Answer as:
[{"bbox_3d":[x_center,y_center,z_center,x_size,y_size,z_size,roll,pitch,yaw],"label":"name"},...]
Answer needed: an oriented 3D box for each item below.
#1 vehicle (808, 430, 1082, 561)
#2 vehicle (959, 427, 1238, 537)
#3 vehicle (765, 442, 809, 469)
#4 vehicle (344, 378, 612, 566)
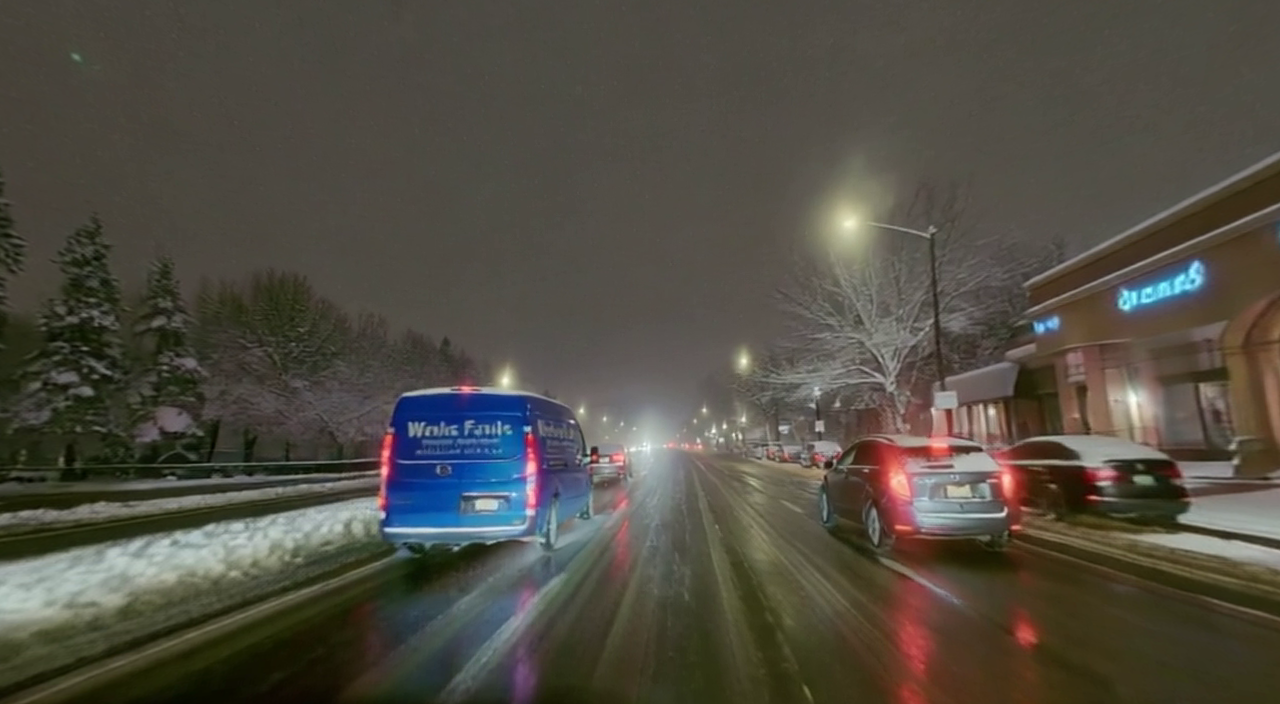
[{"bbox_3d":[4.124,2.003,9.622,2.021,1.491,4.563,-1,-9,2],"label":"vehicle"},{"bbox_3d":[7.930,2.266,11.577,1.983,1.618,4.108,0,-9,0],"label":"vehicle"},{"bbox_3d":[10.010,7.068,43.427,2.017,1.745,4.670,-1,-9,2],"label":"vehicle"},{"bbox_3d":[-2.009,1.802,10.170,2.490,2.153,5.594,-1,-9,4],"label":"vehicle"}]
